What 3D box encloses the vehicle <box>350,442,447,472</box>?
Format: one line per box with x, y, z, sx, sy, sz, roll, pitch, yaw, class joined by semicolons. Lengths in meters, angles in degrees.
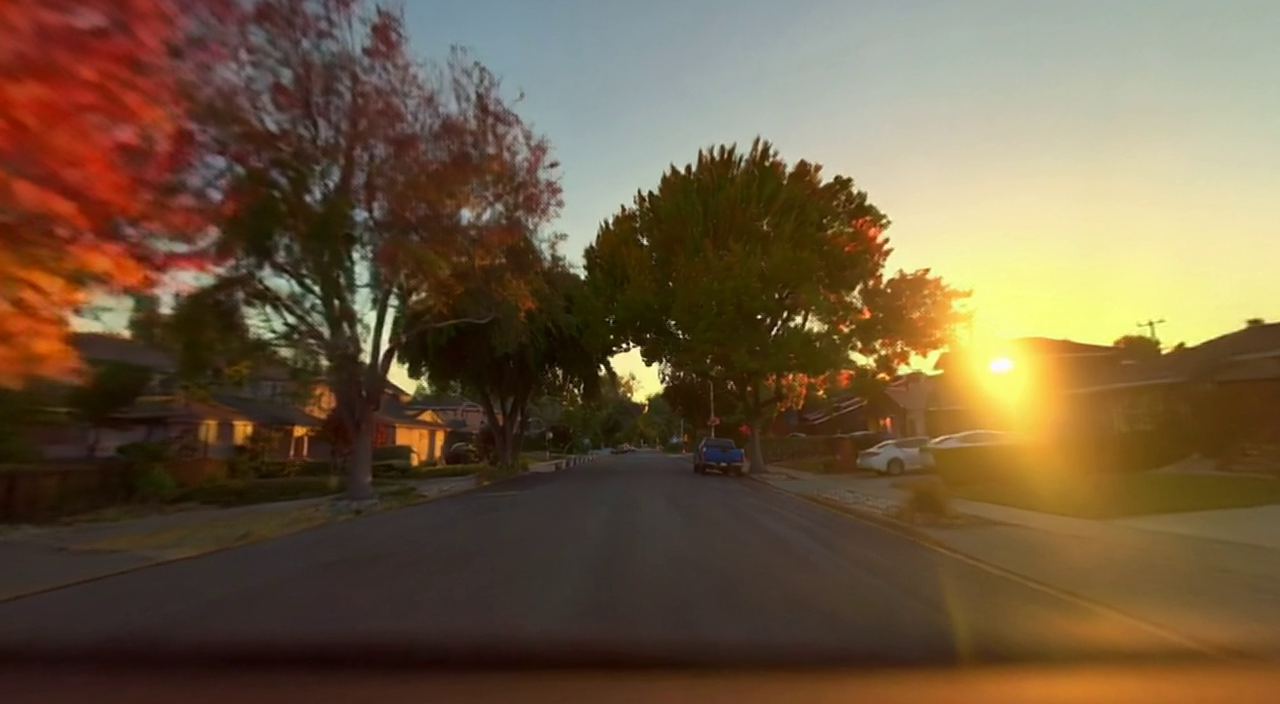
-12.520;5.468;32.892;4.225;1.498;1.917;0;-8;2;vehicle

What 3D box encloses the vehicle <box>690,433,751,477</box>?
3.908;5.135;31.809;2.313;1.962;6.029;0;-8;1;vehicle

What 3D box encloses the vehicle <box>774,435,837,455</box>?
12.917;7.307;49.602;4.486;1.579;1.880;-1;-9;5;vehicle

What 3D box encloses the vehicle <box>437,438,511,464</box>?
-12.220;7.311;46.604;4.807;1.846;2.024;-1;-9;4;vehicle

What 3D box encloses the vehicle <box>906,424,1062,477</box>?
11.663;3.351;21.695;4.069;1.680;2.156;0;-7;3;vehicle
